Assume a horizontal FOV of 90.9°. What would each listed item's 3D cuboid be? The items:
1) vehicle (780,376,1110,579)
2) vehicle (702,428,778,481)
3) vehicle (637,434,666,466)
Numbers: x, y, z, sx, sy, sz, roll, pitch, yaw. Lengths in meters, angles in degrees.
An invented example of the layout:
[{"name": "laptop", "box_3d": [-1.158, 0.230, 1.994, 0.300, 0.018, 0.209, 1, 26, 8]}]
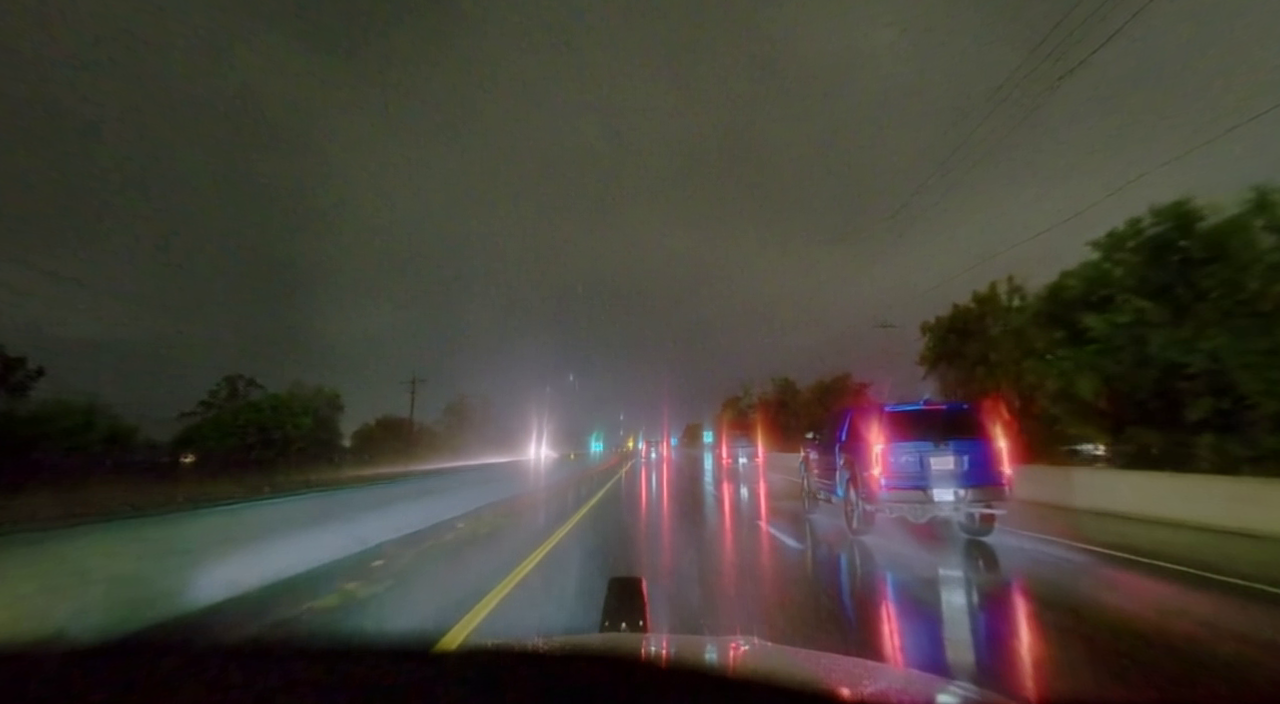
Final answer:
[{"name": "vehicle", "box_3d": [3.709, 1.657, 9.097, 2.145, 2.069, 5.057, 0, -8, -1]}, {"name": "vehicle", "box_3d": [4.447, 4.665, 29.048, 2.594, 2.155, 5.670, 0, -8, 0]}, {"name": "vehicle", "box_3d": [0.814, 7.531, 48.490, 2.099, 2.260, 4.899, 0, -8, 0]}]
